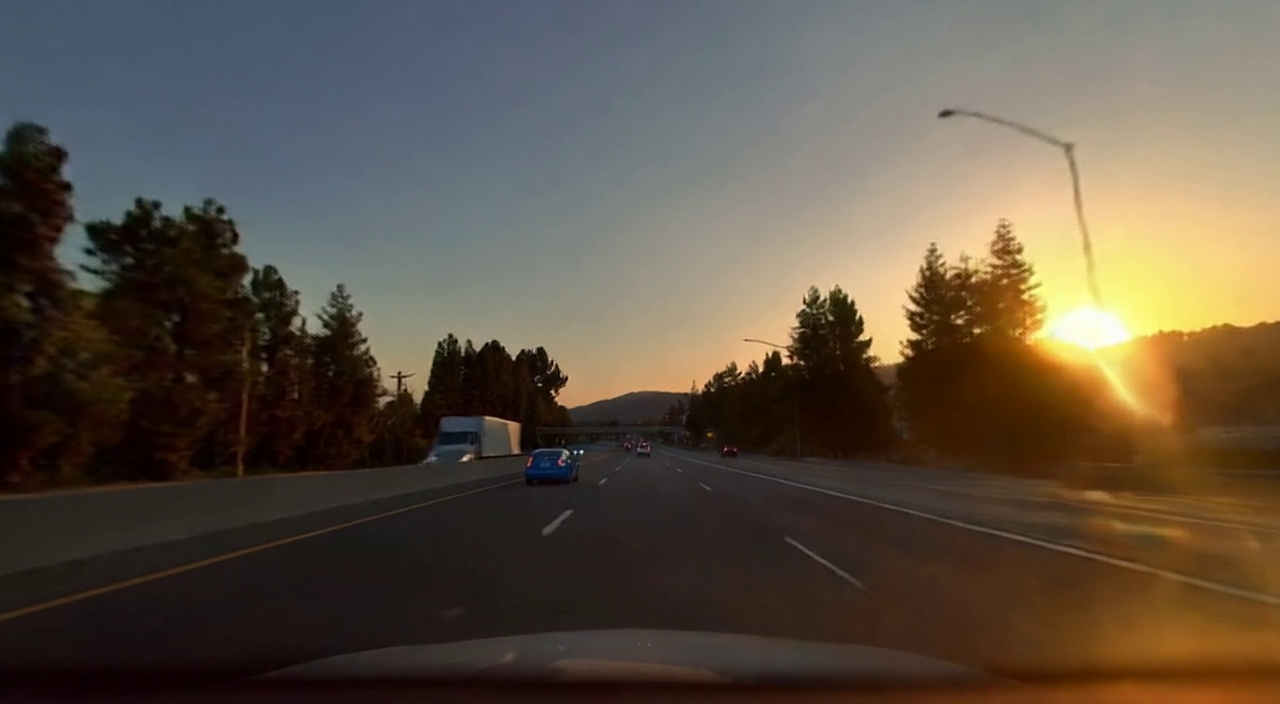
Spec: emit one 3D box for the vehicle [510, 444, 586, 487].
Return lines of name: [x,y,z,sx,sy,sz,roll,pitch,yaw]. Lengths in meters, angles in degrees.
vehicle: [-3.438,4.342,24.439,2.162,1.493,4.583,-1,-9,1]

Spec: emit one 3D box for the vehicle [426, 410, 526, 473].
vehicle: [-10.567,6.131,42.619,3.090,3.520,13.662,-1,-9,0]
